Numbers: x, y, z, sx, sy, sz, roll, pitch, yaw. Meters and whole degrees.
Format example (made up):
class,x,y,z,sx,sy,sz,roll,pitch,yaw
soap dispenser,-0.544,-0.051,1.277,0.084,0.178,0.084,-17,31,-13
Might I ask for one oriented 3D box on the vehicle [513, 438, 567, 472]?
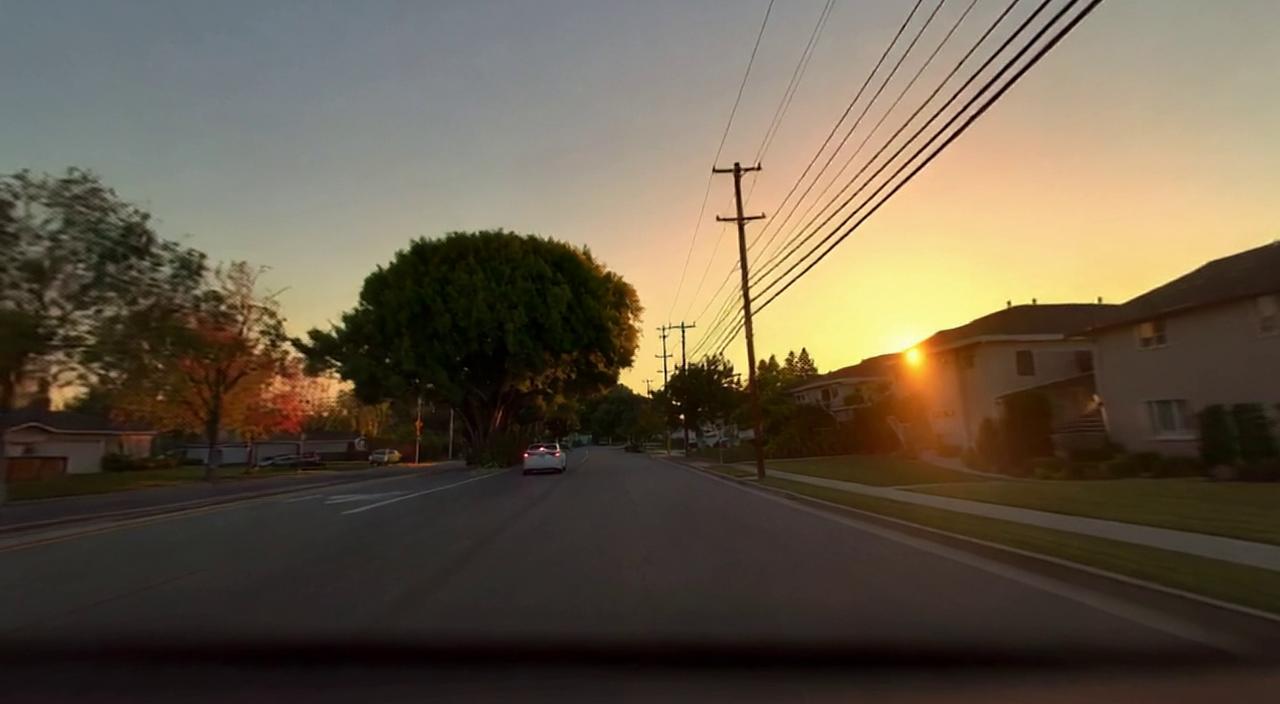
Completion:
class,x,y,z,sx,sy,sz,roll,pitch,yaw
vehicle,-4.665,4.849,30.051,2.041,1.471,4.602,0,-8,-3
